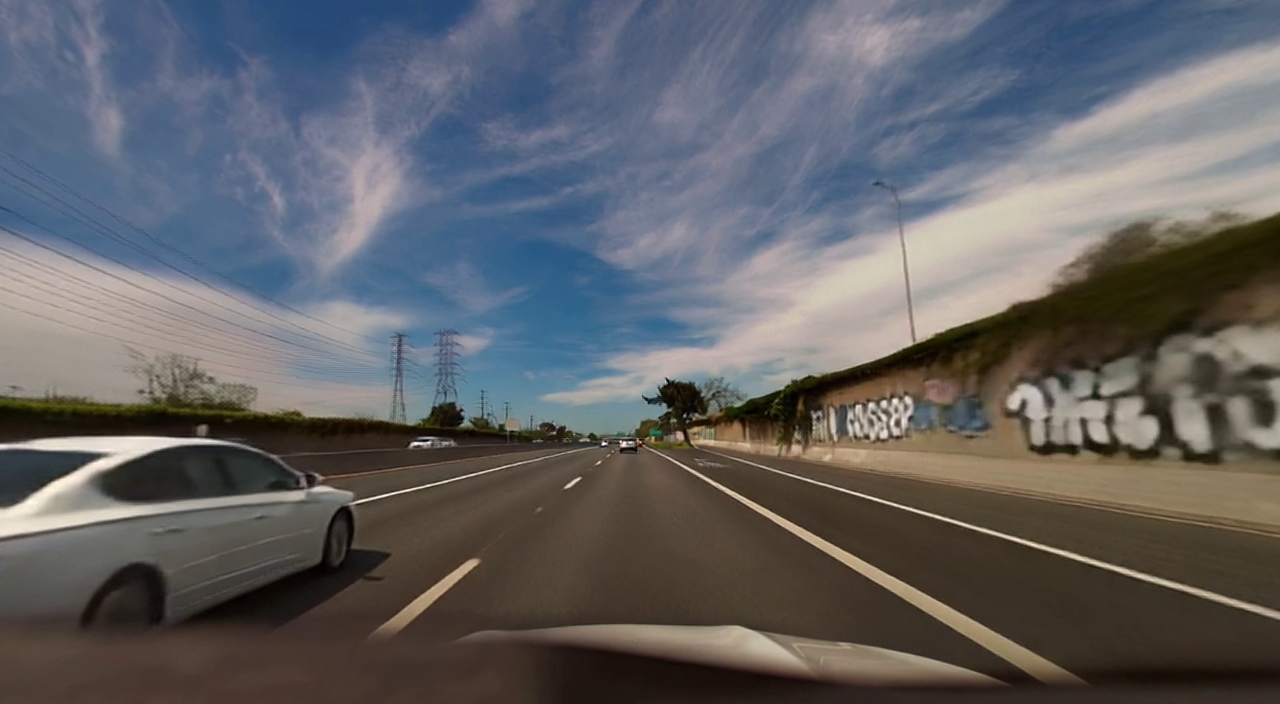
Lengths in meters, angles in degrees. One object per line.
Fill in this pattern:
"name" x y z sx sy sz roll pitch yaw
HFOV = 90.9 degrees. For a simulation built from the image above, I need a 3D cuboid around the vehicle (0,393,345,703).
"vehicle" -3.566 0.989 3.005 2.000 1.513 4.901 0 -8 -1
